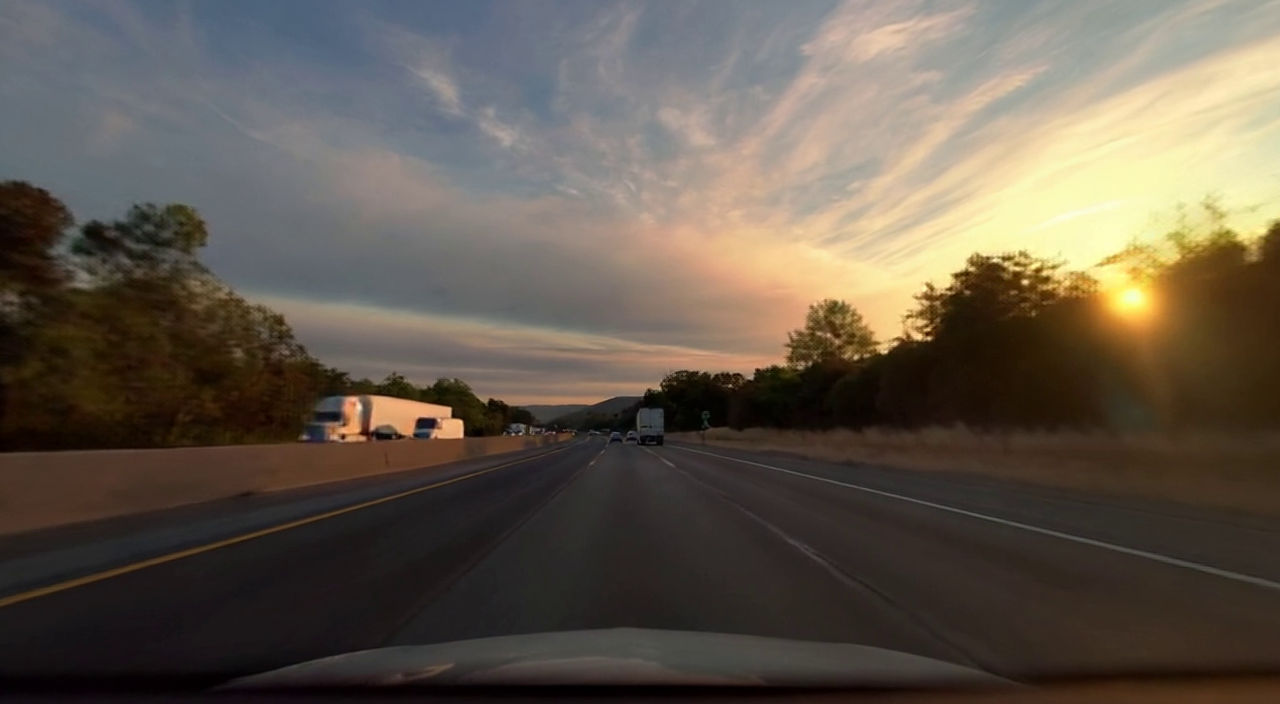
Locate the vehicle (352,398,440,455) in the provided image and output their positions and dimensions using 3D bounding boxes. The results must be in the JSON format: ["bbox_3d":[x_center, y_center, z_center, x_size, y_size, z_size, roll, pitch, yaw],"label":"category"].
[{"bbox_3d":[-15.775,4.952,41.376,2.845,3.395,7.669,0,-8,-2],"label":"vehicle"}]

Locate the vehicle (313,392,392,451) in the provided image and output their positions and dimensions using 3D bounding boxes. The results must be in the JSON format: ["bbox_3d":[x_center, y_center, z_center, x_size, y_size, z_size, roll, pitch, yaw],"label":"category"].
[{"bbox_3d":[-20.438,5.035,45.195,2.988,3.962,5.807,0,-8,-2],"label":"vehicle"}]
